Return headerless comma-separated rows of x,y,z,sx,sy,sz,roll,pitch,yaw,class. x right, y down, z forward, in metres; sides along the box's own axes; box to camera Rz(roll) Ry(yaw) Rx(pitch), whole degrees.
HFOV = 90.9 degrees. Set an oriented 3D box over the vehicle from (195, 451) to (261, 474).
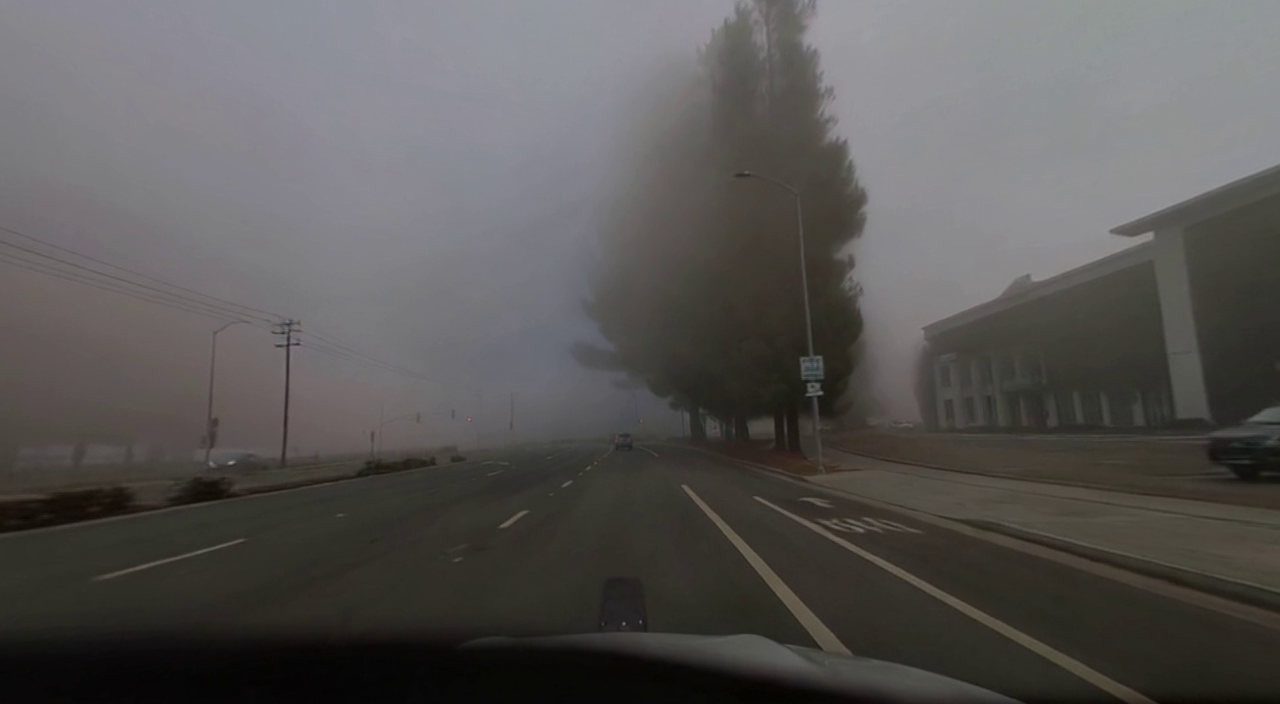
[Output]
-32.328,8.655,49.628,2.013,1.496,4.799,0,-8,0,vehicle
